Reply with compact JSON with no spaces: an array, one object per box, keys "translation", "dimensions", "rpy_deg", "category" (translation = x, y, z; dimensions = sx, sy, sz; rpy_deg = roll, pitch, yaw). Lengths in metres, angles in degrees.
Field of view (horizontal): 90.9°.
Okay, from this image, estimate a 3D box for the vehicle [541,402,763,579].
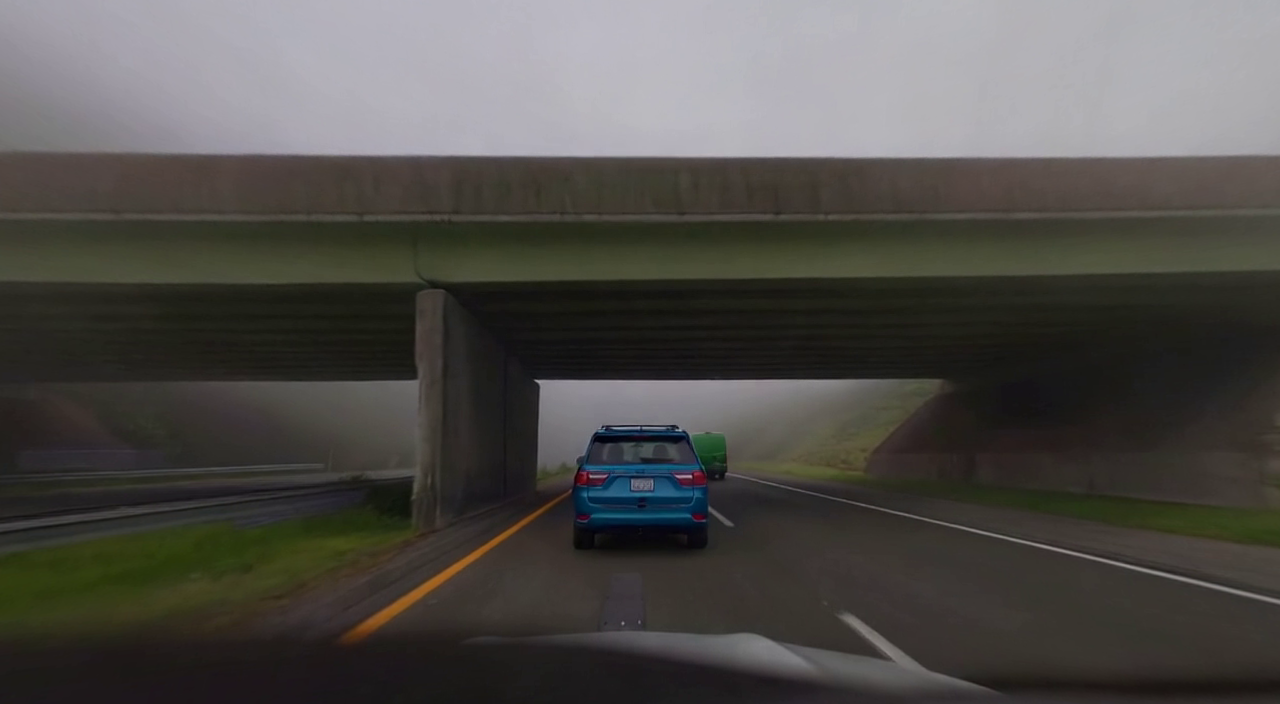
[{"translation":[0.129,1.752,8.629],"dimensions":[2.288,1.823,4.059],"rpy_deg":[0,-9,0],"category":"vehicle"}]
